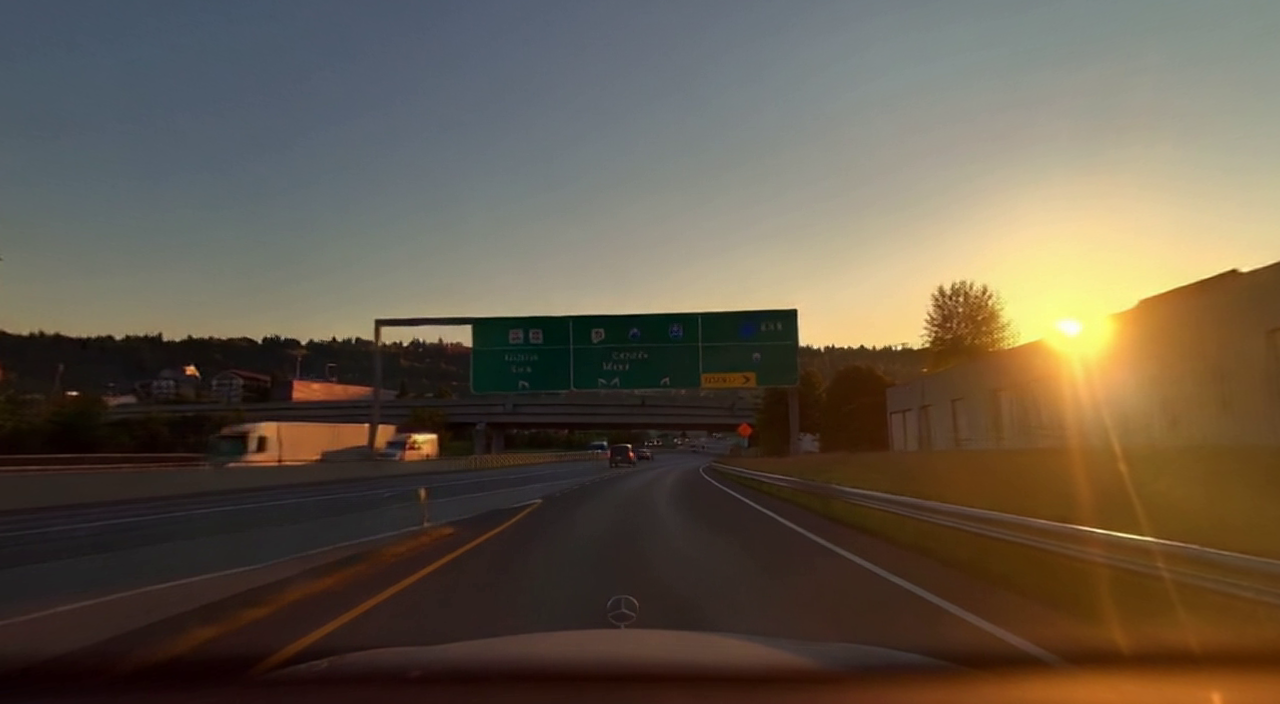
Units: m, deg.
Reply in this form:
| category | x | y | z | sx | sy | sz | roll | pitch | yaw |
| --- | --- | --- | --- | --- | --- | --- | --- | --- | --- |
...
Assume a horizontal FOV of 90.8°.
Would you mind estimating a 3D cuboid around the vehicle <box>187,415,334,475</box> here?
| category | x | y | z | sx | sy | sz | roll | pitch | yaw |
| --- | --- | --- | --- | --- | --- | --- | --- | --- | --- |
| vehicle | -27.256 | 6.882 | 46.291 | 2.902 | 3.853 | 10.705 | -2 | -9 | 8 |
